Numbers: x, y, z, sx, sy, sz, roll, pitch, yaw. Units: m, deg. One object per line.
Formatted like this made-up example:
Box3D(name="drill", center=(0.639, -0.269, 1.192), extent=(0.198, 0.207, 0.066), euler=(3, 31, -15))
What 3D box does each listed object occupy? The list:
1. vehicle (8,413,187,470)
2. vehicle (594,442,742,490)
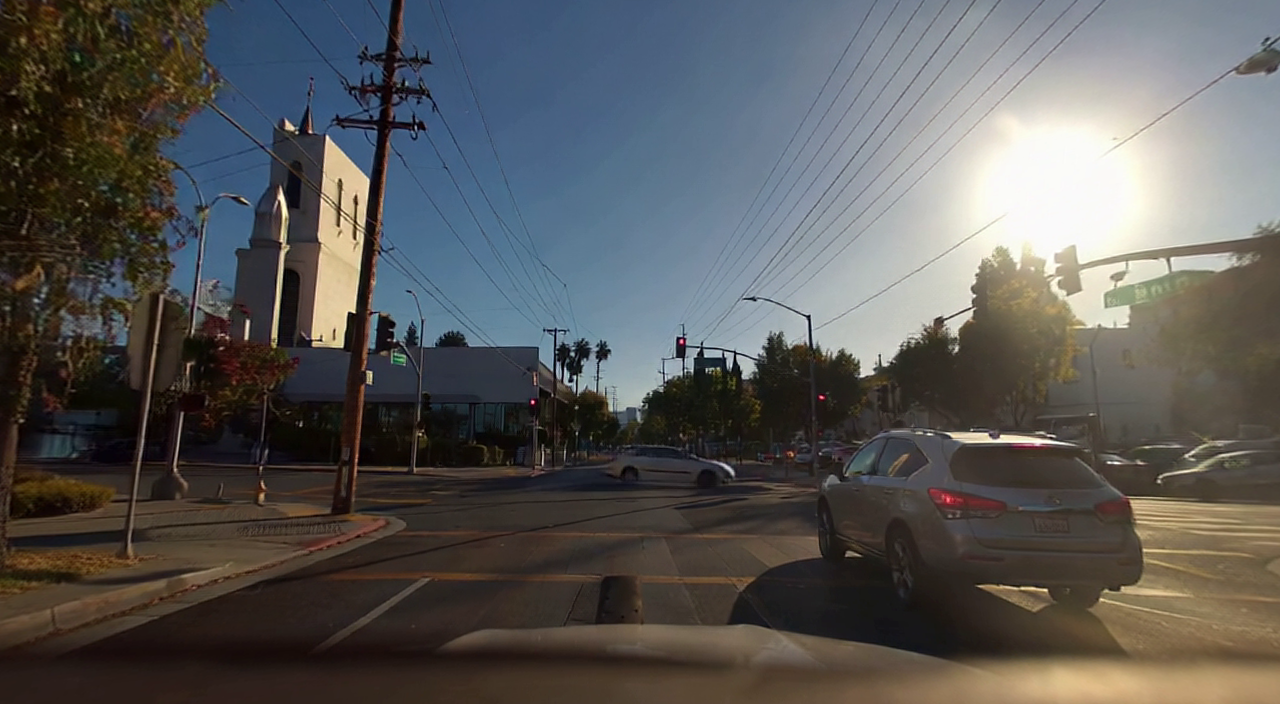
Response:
Box3D(name="vehicle", center=(-19.022, 3.154, 22.315), extent=(4.372, 1.892, 2.002), euler=(0, -9, 0))
Box3D(name="vehicle", center=(0.933, 3.783, 21.240), extent=(4.718, 1.497, 2.032), euler=(0, -9, 4))
